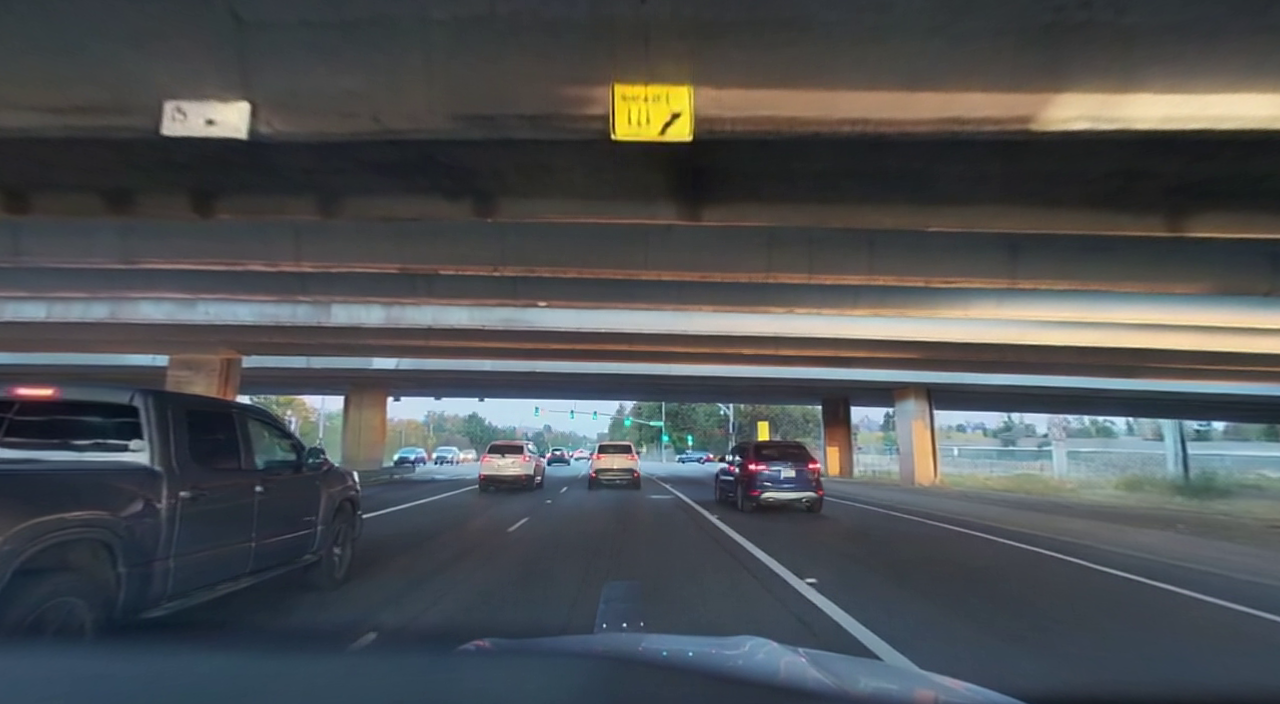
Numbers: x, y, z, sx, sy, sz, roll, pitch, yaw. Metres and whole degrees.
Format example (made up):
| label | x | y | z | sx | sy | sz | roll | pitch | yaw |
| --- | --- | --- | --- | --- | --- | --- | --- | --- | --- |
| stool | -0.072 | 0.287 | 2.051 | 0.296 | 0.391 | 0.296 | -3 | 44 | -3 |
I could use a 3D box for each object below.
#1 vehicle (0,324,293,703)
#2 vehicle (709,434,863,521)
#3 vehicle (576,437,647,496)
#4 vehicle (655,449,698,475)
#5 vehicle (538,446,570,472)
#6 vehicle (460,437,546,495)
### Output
| label | x | y | z | sx | sy | sz | roll | pitch | yaw |
| --- | --- | --- | --- | --- | --- | --- | --- | --- | --- |
| vehicle | -3.748 | 0.778 | 2.548 | 2.074 | 1.814 | 4.596 | 0 | -8 | -1 |
| vehicle | 3.242 | 2.930 | 15.420 | 2.234 | 1.720 | 5.378 | 0 | -8 | -3 |
| vehicle | -0.925 | 3.722 | 20.857 | 2.097 | 1.748 | 3.794 | 0 | -8 | -2 |
| vehicle | 2.137 | 6.608 | 38.107 | 2.026 | 1.457 | 3.969 | 1 | -9 | -5 |
| vehicle | -5.683 | 7.095 | 42.046 | 1.829 | 1.614 | 3.611 | 1 | -8 | -4 |
| vehicle | -4.449 | 3.763 | 21.189 | 2.127 | 1.720 | 4.064 | 0 | -8 | -2 |
